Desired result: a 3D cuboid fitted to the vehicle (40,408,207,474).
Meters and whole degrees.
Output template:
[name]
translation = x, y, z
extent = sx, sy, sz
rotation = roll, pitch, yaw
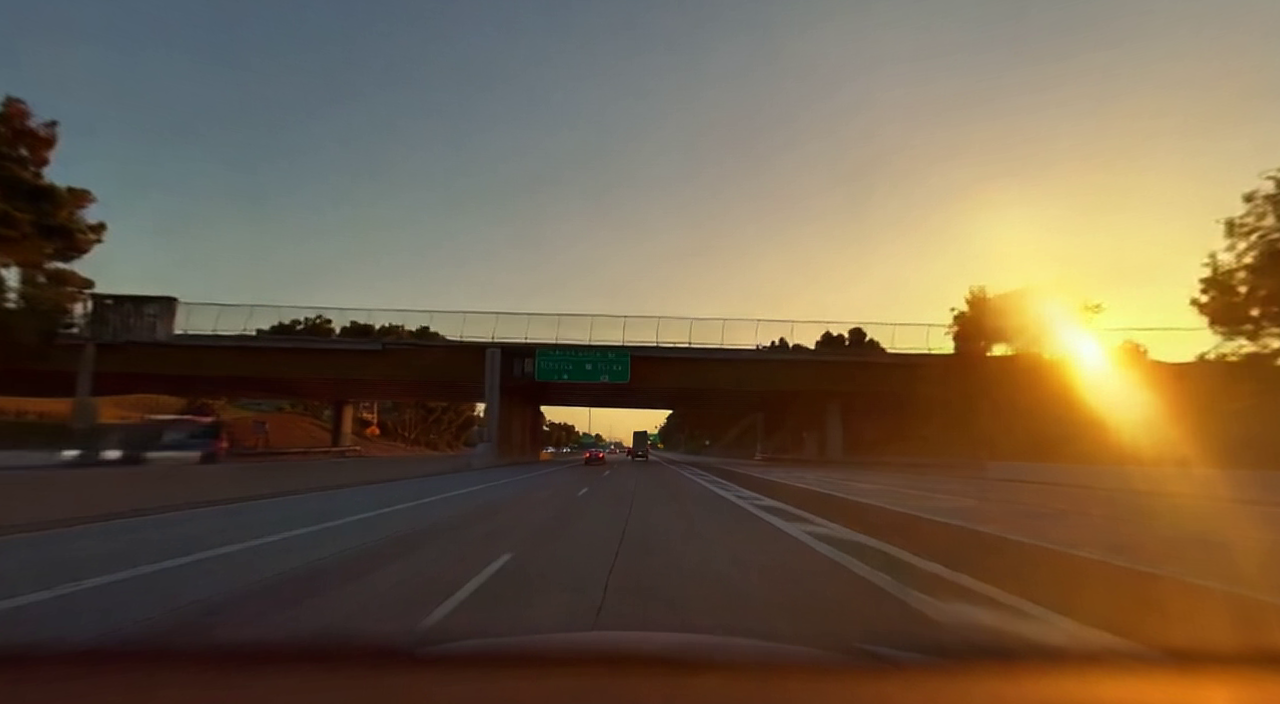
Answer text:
[vehicle]
translation = -21.382, 3.798, 26.546
extent = 2.191, 2.467, 5.670
rotation = 0, -9, -1
